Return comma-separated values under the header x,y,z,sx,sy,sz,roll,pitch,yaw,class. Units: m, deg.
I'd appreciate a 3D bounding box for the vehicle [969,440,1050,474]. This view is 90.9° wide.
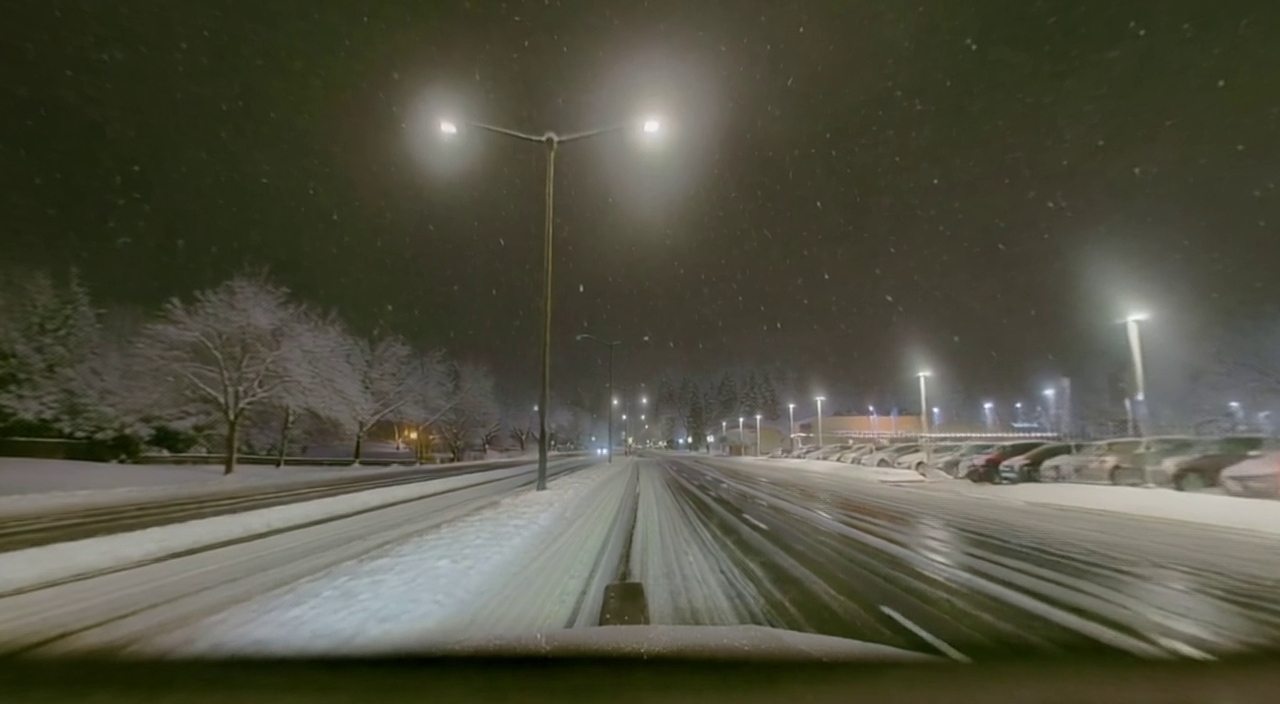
x,y,z,sx,sy,sz,roll,pitch,yaw,class
19.654,5.548,33.737,1.859,1.643,4.091,-1,-7,1,vehicle

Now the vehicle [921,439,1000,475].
x,y,z,sx,sy,sz,roll,pitch,yaw,class
17.129,5.592,33.959,1.882,1.699,4.367,-2,-8,-1,vehicle

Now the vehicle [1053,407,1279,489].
x,y,z,sx,sy,sz,roll,pitch,yaw,class
17.893,3.334,21.797,2.379,2.423,5.418,5,-10,-25,vehicle
